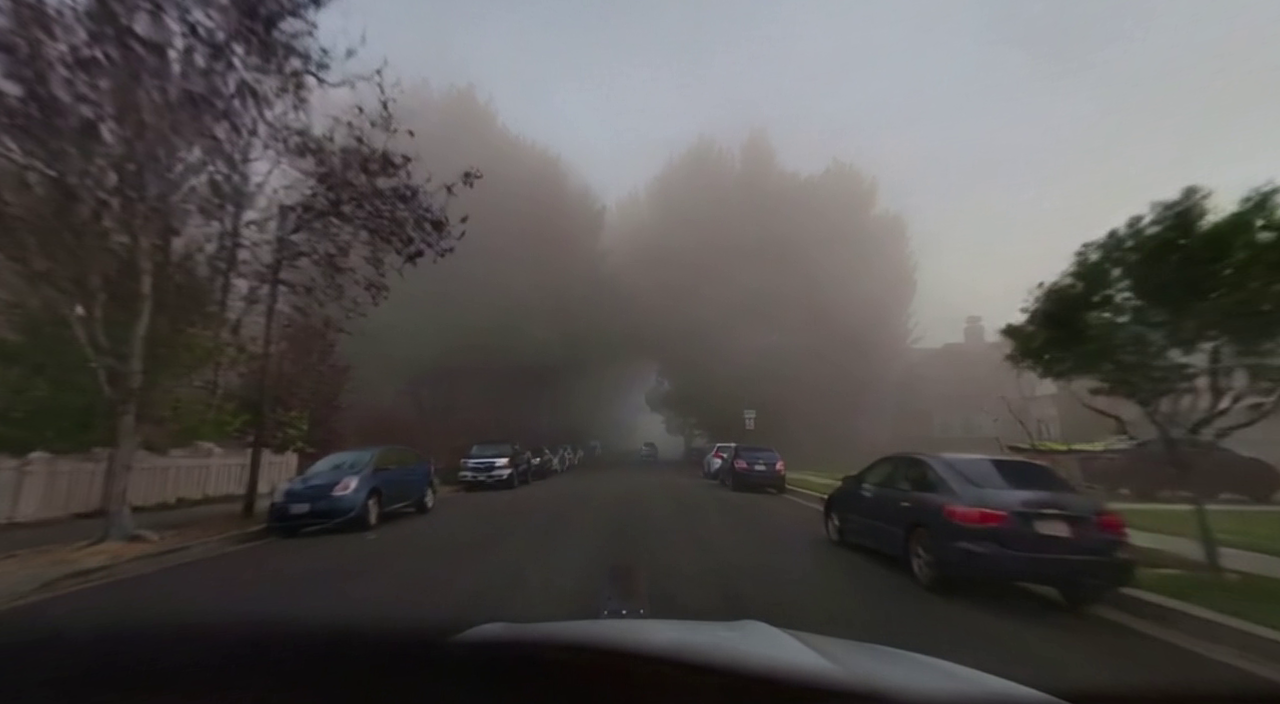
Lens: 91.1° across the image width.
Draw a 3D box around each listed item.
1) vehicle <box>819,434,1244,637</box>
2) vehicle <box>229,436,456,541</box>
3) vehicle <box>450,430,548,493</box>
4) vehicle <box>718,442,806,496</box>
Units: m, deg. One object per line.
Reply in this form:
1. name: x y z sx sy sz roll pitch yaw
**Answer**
1. vehicle: 3.614 1.736 7.083 1.871 1.514 4.553 0 -9 0
2. vehicle: -5.213 2.404 11.879 1.872 1.515 4.535 1 -8 3
3. vehicle: -4.713 3.742 21.807 2.162 1.857 4.758 2 -8 1
4. vehicle: 3.738 3.672 20.130 1.987 1.518 4.686 0 -9 2
